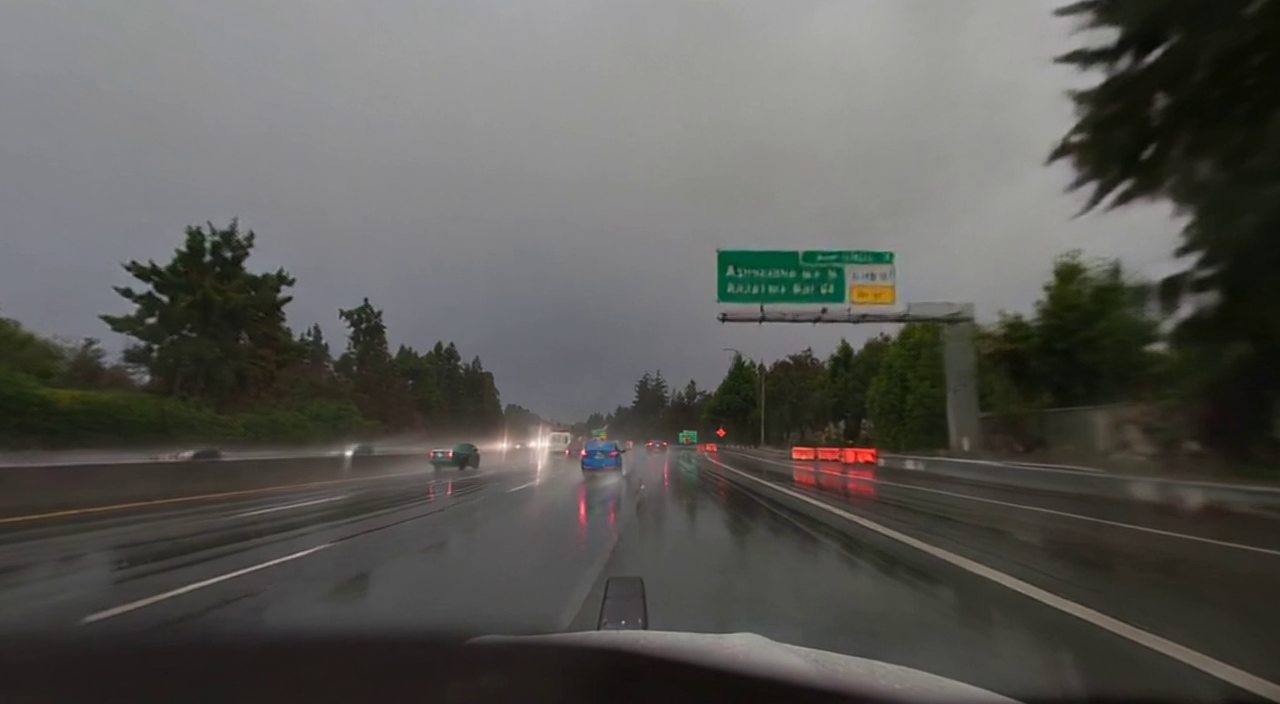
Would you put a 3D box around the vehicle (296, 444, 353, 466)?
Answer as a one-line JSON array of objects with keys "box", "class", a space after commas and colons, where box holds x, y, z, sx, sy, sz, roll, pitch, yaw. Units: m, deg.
[{"box": [-22.837, 7.458, 45.626, 1.827, 1.470, 4.274, 0, -8, 1], "class": "vehicle"}]

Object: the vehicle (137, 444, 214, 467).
[{"box": [-32.967, 7.338, 44.709, 1.846, 1.459, 4.832, 0, -8, -1], "class": "vehicle"}]

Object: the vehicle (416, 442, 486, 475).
[{"box": [-9.230, 5.201, 31.076, 1.946, 1.472, 4.472, 0, -8, 2], "class": "vehicle"}]

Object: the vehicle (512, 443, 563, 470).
[{"box": [-5.739, 5.887, 35.715, 1.951, 1.439, 4.633, 0, -8, 2], "class": "vehicle"}]

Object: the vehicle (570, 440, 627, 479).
[{"box": [-1.656, 4.526, 26.801, 1.963, 1.462, 4.681, 0, -8, 2], "class": "vehicle"}]
